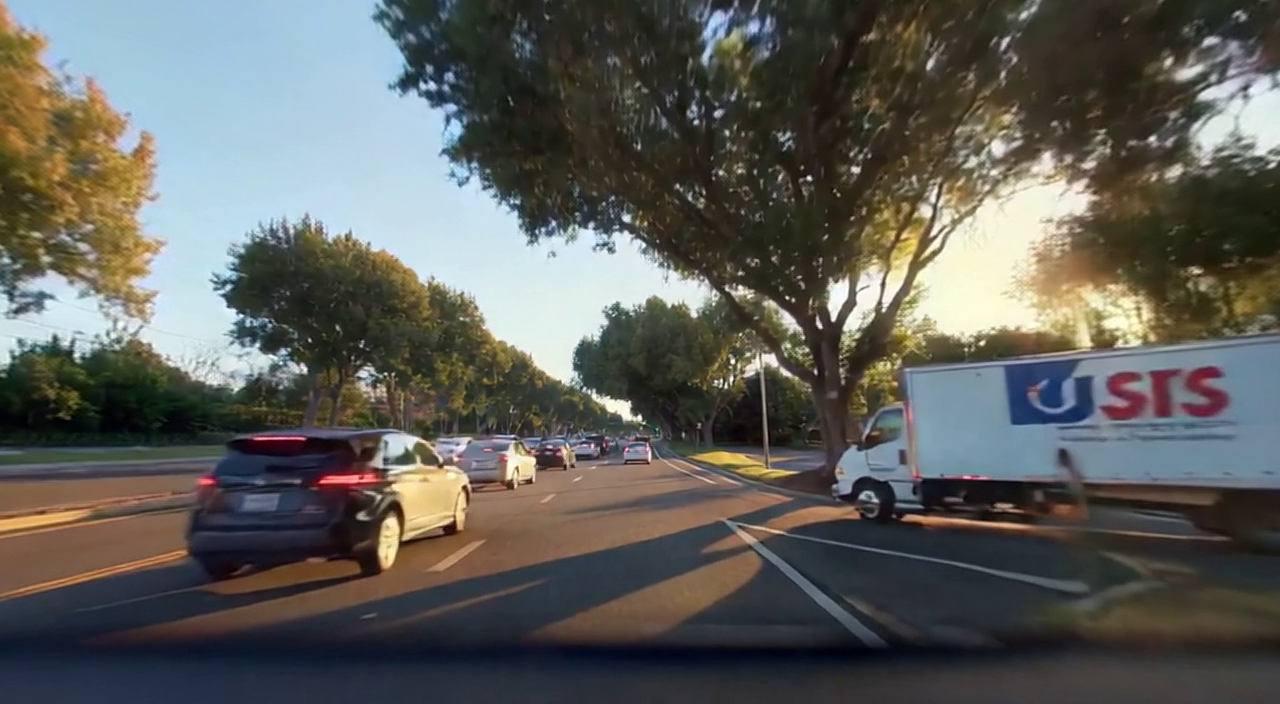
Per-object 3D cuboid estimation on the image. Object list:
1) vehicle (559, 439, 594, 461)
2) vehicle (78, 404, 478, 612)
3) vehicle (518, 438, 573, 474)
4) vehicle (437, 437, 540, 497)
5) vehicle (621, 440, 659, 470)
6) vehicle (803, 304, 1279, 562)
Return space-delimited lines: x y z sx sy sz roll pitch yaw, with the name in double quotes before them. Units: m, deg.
"vehicle" -4.305 6.707 43.374 1.975 1.447 4.356 -1 -8 1
"vehicle" -3.519 1.585 7.395 2.007 1.664 4.431 -1 -8 1
"vehicle" -4.273 4.790 29.257 1.871 1.502 4.240 -1 -8 0
"vehicle" -4.241 3.276 18.475 1.904 1.496 4.481 0 -8 0
"vehicle" -0.024 5.474 33.736 1.875 1.453 3.888 0 -8 -1
"vehicle" 7.404 1.362 10.389 3.138 3.120 8.670 7 -11 -43
